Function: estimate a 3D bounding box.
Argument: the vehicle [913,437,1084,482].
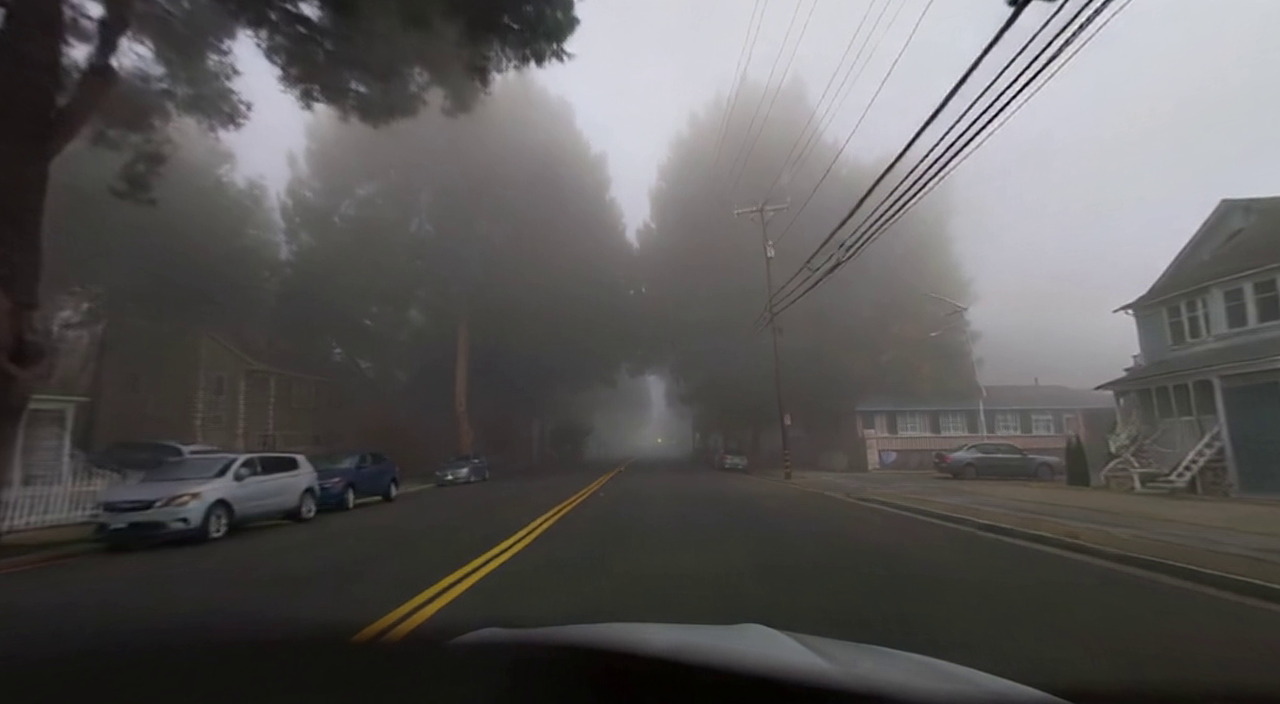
[{"bbox_3d":[12.399,3.728,22.150,4.716,1.480,2.023,0,-8,2],"label":"vehicle"}]

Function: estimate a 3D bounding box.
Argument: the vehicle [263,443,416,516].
[{"bbox_3d":[-8.062,3.412,17.488,1.913,1.723,4.318,-1,-8,3],"label":"vehicle"}]

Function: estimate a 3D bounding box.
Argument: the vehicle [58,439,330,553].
[{"bbox_3d":[-8.227,2.621,12.373,1.975,1.775,4.509,0,-8,1],"label":"vehicle"}]

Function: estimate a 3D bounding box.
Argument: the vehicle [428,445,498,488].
[{"bbox_3d":[-7.982,5.172,28.953,1.970,1.785,4.274,0,-8,0],"label":"vehicle"}]

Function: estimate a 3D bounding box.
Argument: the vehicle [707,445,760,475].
[{"bbox_3d":[5.198,6.047,35.693,2.052,1.476,4.438,-2,-8,-3],"label":"vehicle"}]
